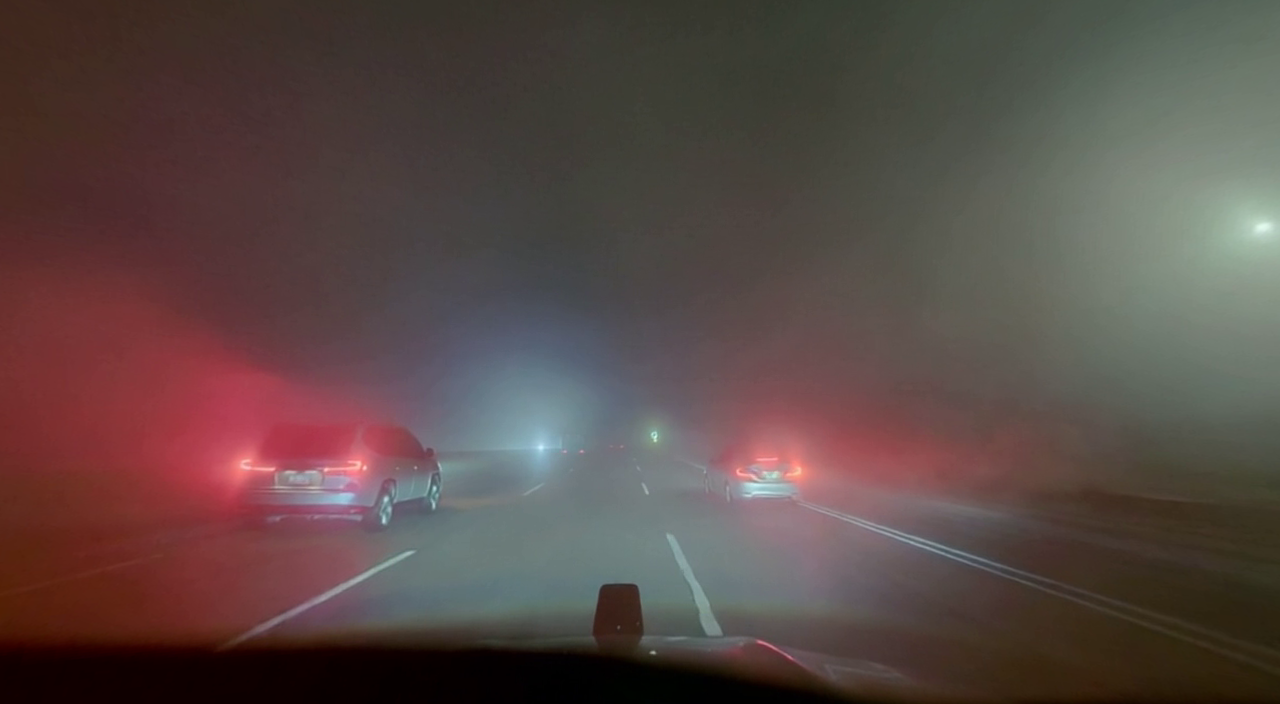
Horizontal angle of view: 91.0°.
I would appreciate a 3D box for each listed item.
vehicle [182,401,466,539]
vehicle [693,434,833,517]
[{"bbox_3d":[-5.090,2.035,11.446,2.285,1.853,5.564,0,-9,0],"label":"vehicle"},{"bbox_3d":[2.500,2.677,14.203,2.047,1.532,4.884,1,-9,-2],"label":"vehicle"}]
